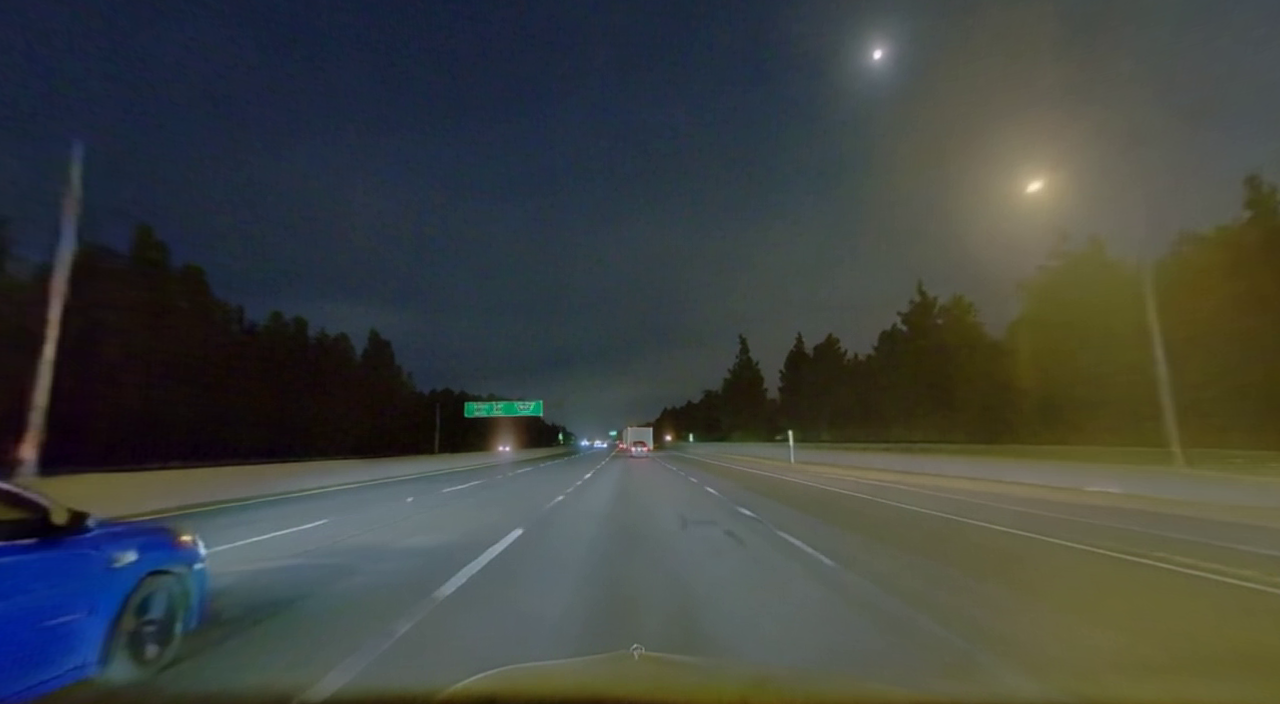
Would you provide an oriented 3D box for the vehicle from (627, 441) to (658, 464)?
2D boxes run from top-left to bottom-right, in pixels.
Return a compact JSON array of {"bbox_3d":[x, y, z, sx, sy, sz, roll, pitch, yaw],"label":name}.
[{"bbox_3d":[0.128,6.820,42.920,2.028,1.440,3.690,0,-8,-1],"label":"vehicle"}]
